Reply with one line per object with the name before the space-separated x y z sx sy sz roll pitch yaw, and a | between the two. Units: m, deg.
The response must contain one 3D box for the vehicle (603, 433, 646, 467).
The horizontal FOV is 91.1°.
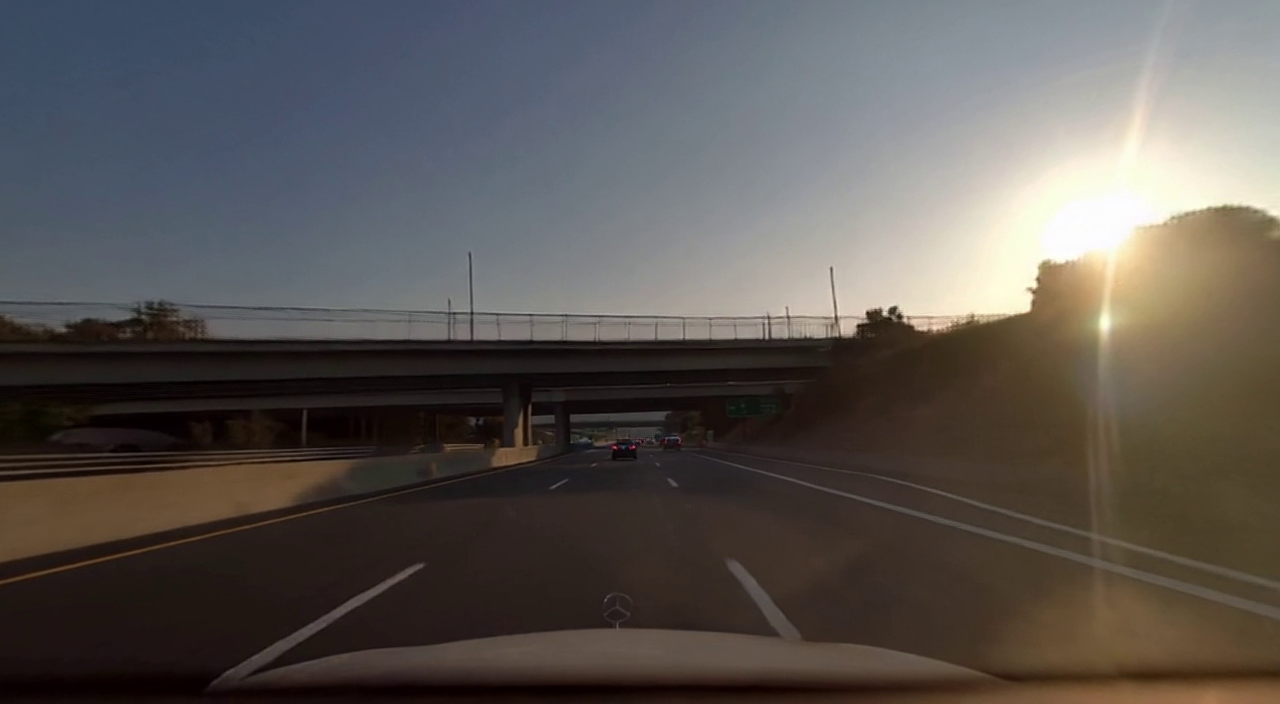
vehicle | -0.764 4.956 31.998 2.039 1.589 4.324 0 -8 0
